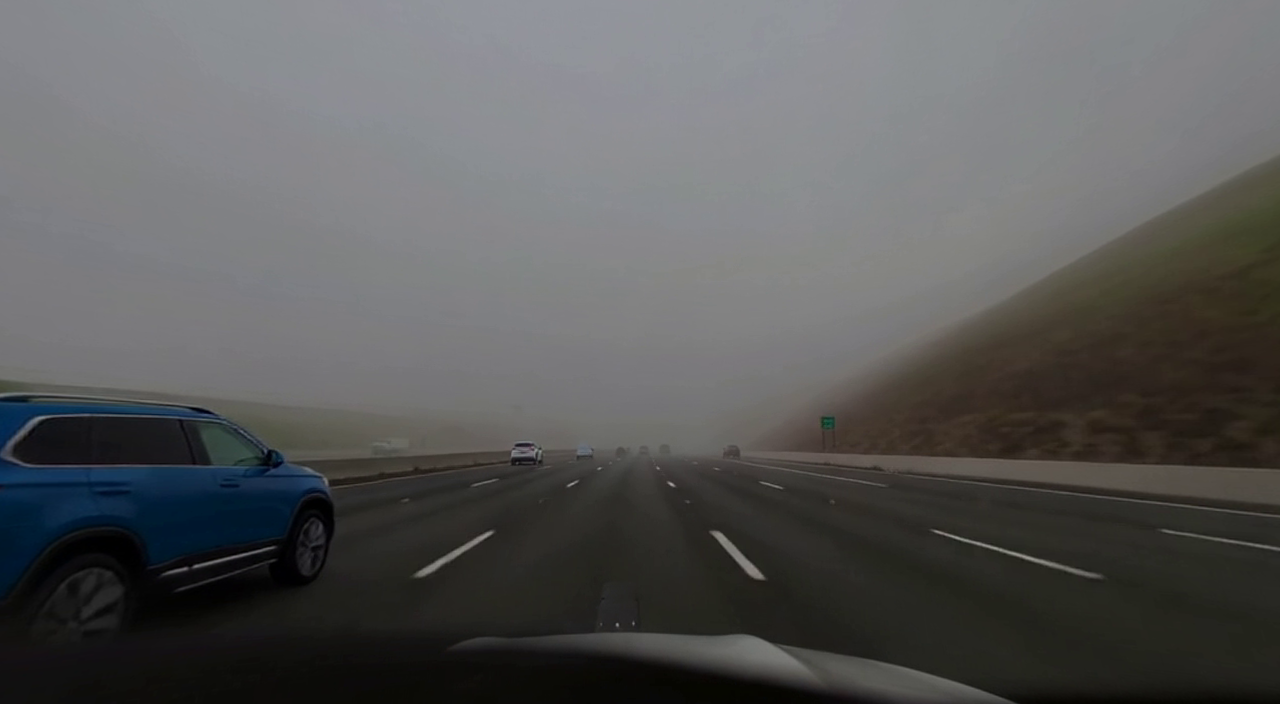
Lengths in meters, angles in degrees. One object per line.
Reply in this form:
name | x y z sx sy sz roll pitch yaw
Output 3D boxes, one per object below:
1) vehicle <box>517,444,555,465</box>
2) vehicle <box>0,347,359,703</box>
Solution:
vehicle | -7.910 7.850 48.530 2.054 1.474 4.450 0 -9 1
vehicle | -3.757 1.005 3.708 2.047 1.715 4.689 0 -9 0
